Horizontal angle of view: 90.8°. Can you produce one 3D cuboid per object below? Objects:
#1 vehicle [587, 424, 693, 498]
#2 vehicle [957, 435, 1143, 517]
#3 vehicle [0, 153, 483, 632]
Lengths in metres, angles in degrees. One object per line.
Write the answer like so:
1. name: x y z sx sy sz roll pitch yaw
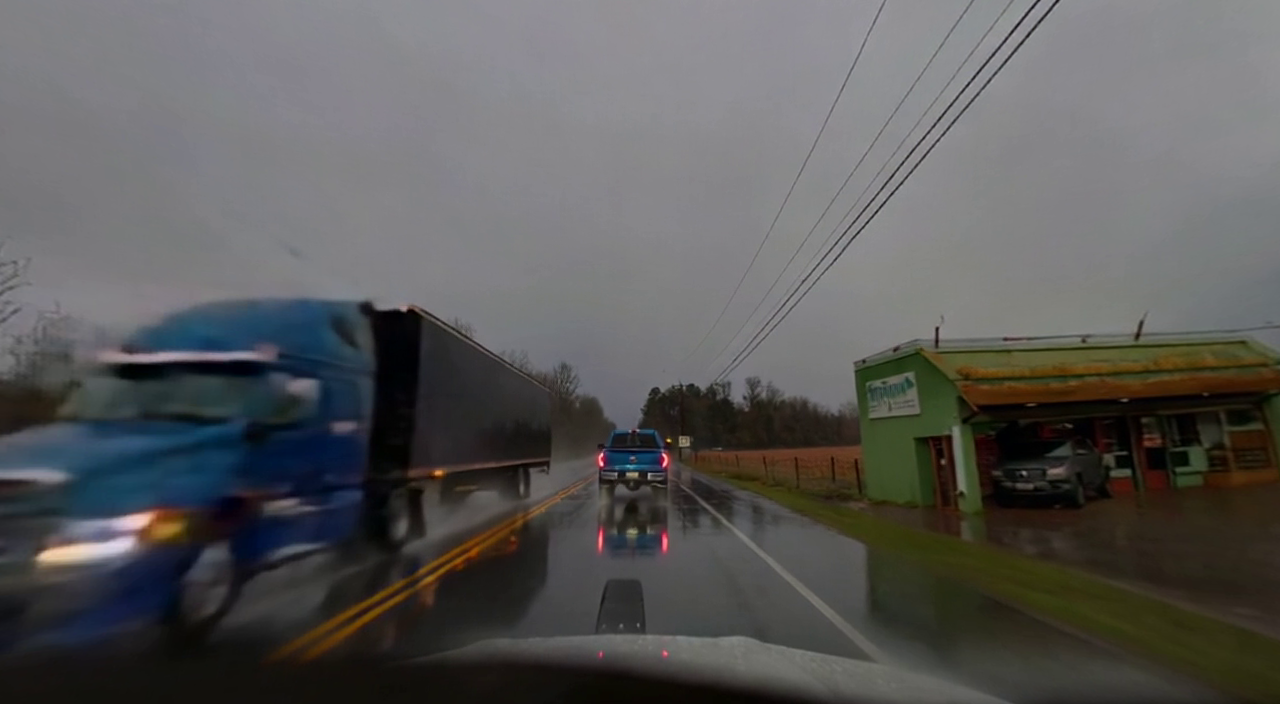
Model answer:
1. vehicle: -0.032 3.584 21.257 2.921 2.031 7.416 0 -9 -1
2. vehicle: 10.645 3.074 16.248 5.304 1.754 2.340 7 -11 -39
3. vehicle: -4.803 0.821 9.147 3.063 3.986 7.883 0 -9 -1
